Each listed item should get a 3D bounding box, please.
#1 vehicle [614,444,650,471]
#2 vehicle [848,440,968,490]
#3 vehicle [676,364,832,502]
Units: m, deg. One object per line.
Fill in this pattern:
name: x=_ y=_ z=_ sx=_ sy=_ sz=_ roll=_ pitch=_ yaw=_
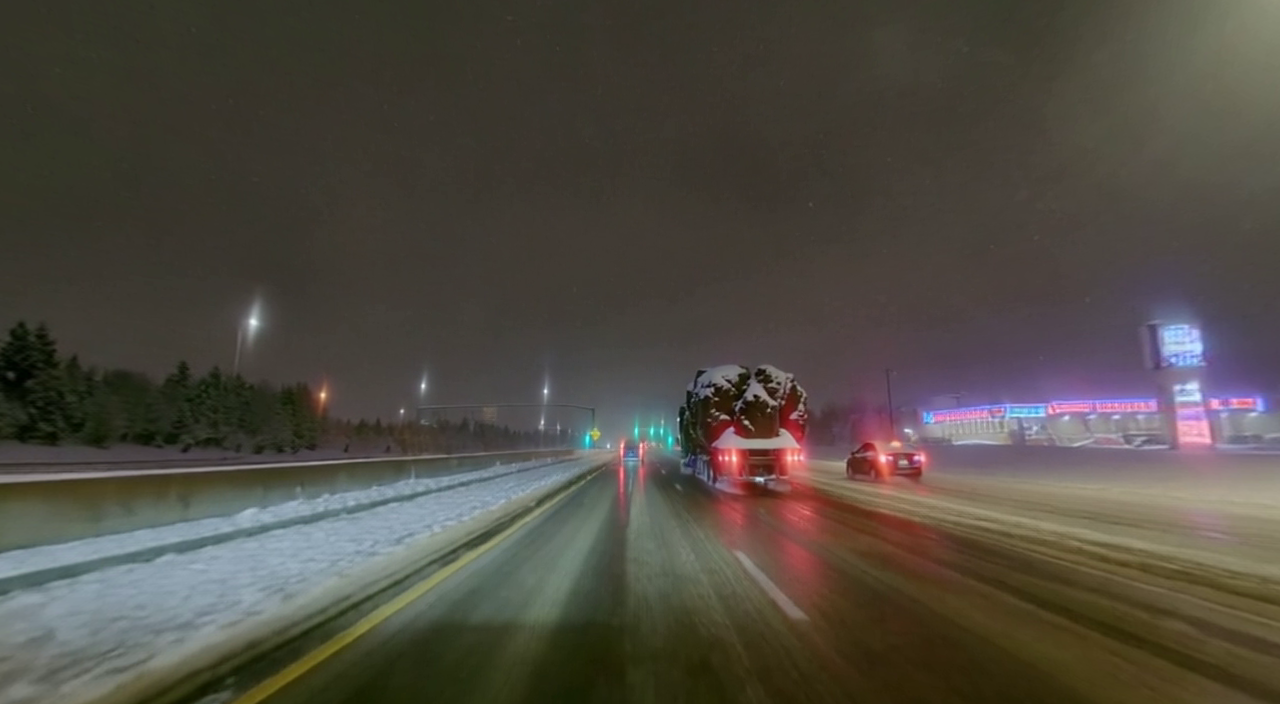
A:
vehicle: x=-0.461 y=5.969 z=36.035 sx=1.929 sy=1.395 sz=3.999 roll=0 pitch=-8 yaw=0
vehicle: x=8.901 y=3.771 z=21.510 sx=2.105 sy=1.494 sz=4.537 roll=0 pitch=-8 yaw=0
vehicle: x=3.056 y=2.747 z=20.807 sx=2.934 sy=3.325 sz=10.986 roll=0 pitch=-8 yaw=-1
